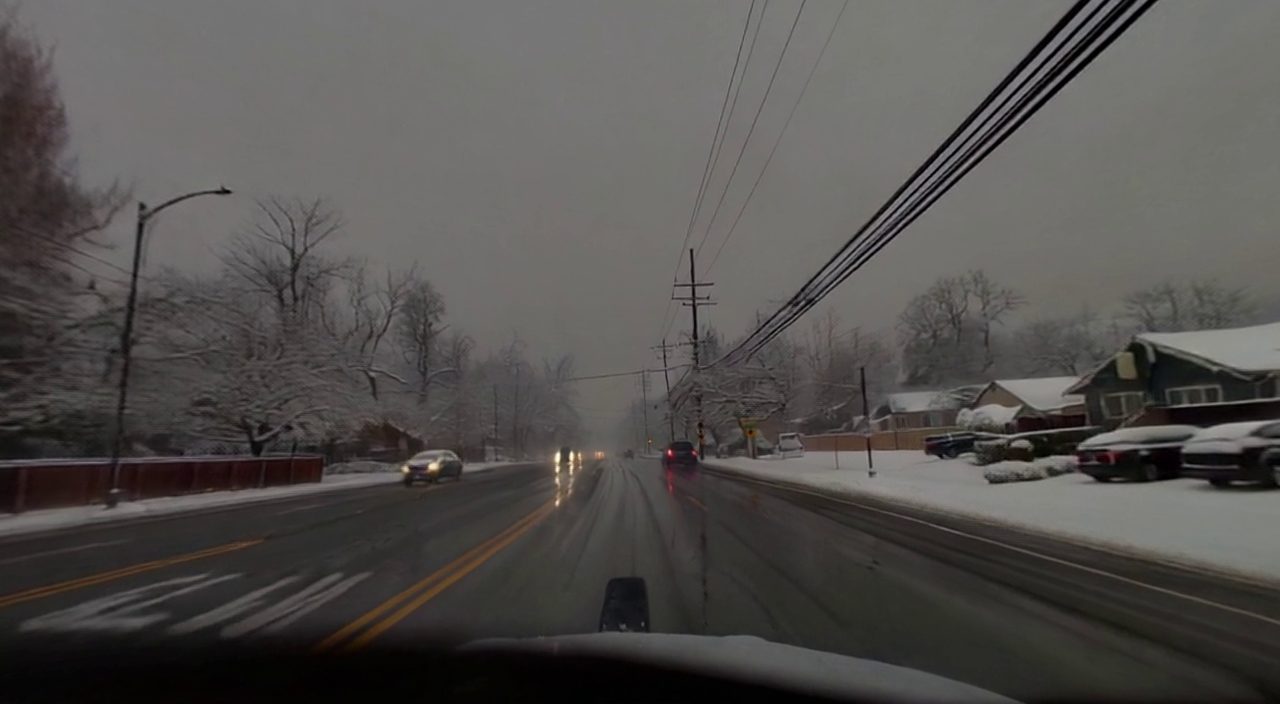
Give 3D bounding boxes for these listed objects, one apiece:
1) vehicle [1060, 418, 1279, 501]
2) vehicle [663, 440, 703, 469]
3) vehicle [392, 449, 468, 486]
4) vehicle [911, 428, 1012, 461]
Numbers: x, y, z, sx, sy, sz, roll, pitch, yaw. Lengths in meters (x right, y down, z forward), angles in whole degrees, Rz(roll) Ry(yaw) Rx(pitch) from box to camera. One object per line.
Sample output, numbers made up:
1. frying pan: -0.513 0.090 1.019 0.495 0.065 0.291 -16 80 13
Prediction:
1. vehicle: 12.192 2.405 14.478 1.970 1.561 4.725 -2 -9 3
2. vehicle: 2.891 6.998 43.212 2.144 1.843 4.827 0 -9 -3
3. vehicle: -9.858 5.432 29.990 2.050 1.536 4.537 -2 -9 1
4. vehicle: 18.184 5.255 35.685 4.766 1.493 2.076 -9 -11 30
